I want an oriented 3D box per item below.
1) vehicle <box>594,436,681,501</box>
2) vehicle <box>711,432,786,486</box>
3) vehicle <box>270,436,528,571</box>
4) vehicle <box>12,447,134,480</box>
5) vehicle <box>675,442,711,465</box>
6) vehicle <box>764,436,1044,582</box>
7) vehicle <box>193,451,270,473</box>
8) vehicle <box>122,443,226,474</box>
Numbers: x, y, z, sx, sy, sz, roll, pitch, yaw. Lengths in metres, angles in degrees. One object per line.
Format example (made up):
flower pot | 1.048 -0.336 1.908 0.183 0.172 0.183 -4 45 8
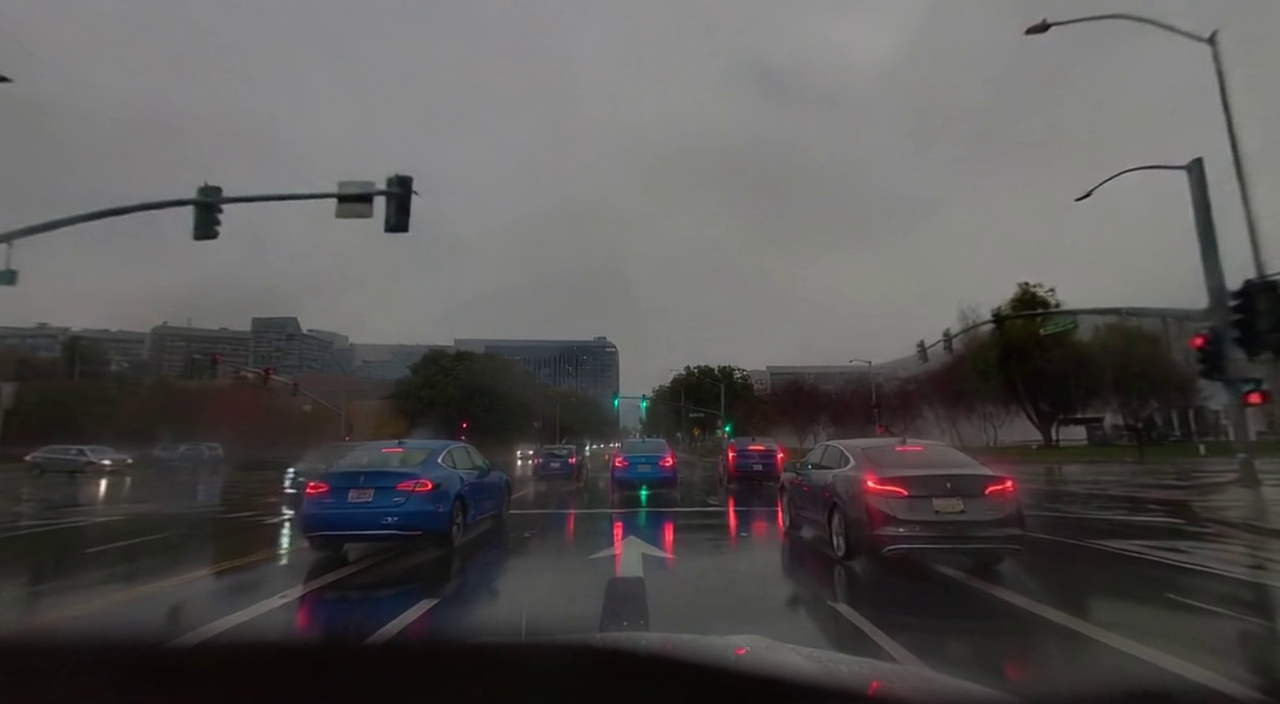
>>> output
vehicle | -0.189 3.190 17.708 2.144 1.563 4.218 0 -9 -3
vehicle | 3.768 3.796 22.570 1.938 1.732 4.006 0 -8 0
vehicle | -3.102 2.027 9.313 2.015 1.478 4.407 0 -8 1
vehicle | -30.306 5.962 33.785 4.427 1.629 2.213 -1 -8 3
vehicle | 3.922 7.637 47.521 2.138 1.624 4.417 0 -8 -3
vehicle | 3.262 1.983 9.050 1.951 1.522 4.614 0 -8 -1
vehicle | -28.811 7.761 44.456 4.349 1.429 1.819 -2 -9 8
vehicle | -29.199 6.676 39.597 4.916 1.793 2.082 -1 -8 3
